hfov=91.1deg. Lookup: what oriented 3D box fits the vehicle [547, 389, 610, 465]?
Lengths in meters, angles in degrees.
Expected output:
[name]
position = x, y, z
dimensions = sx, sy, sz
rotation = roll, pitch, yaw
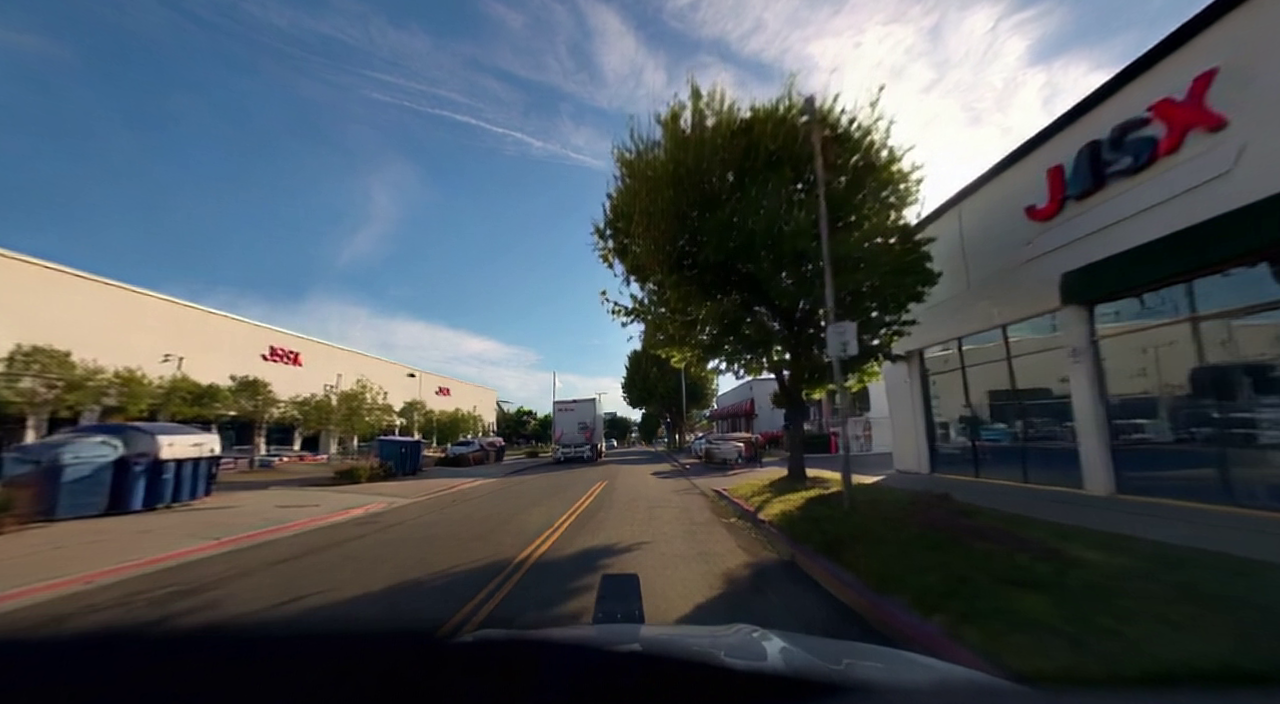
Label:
[vehicle]
position = -4.279, 5.700, 47.558
dimensions = 2.976, 4.754, 15.127
rotation = -1, -7, 1
